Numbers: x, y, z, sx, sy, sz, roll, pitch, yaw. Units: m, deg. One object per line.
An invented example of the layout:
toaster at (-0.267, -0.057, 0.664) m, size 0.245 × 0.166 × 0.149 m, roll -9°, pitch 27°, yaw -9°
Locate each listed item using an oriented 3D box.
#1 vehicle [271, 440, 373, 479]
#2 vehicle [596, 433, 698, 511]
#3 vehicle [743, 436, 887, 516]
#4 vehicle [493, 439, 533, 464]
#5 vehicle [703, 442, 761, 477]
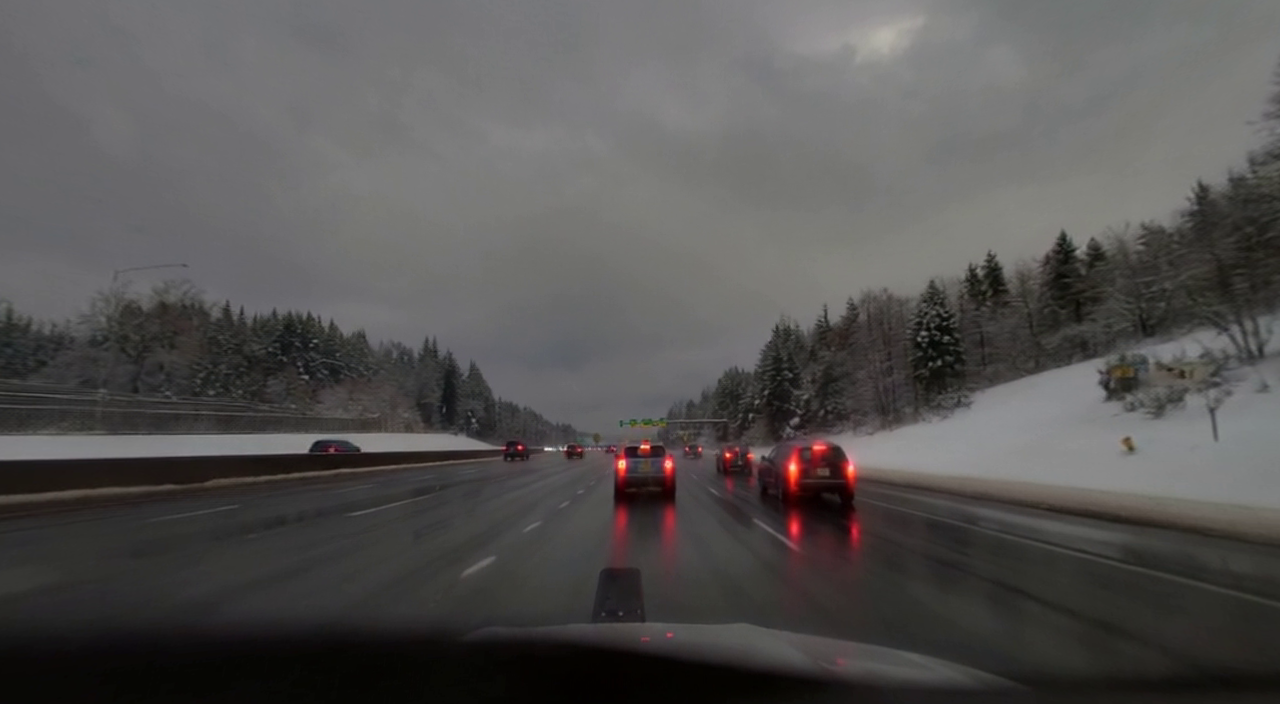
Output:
vehicle at (-14.420, 4.881, 28.953) m, size 2.055 × 1.613 × 4.955 m, roll 0°, pitch -9°, yaw 0°
vehicle at (0.157, 2.730, 14.707) m, size 2.044 × 1.554 × 3.824 m, roll 0°, pitch -9°, yaw 0°
vehicle at (3.680, 2.674, 14.057) m, size 2.044 × 1.523 × 3.947 m, roll 0°, pitch -9°, yaw 0°
vehicle at (-9.821, 7.732, 49.053) m, size 1.978 × 1.821 × 4.975 m, roll 0°, pitch -9°, yaw 1°
vehicle at (4.262, 5.058, 29.849) m, size 2.002 × 1.499 × 4.710 m, roll 0°, pitch -9°, yaw -1°
